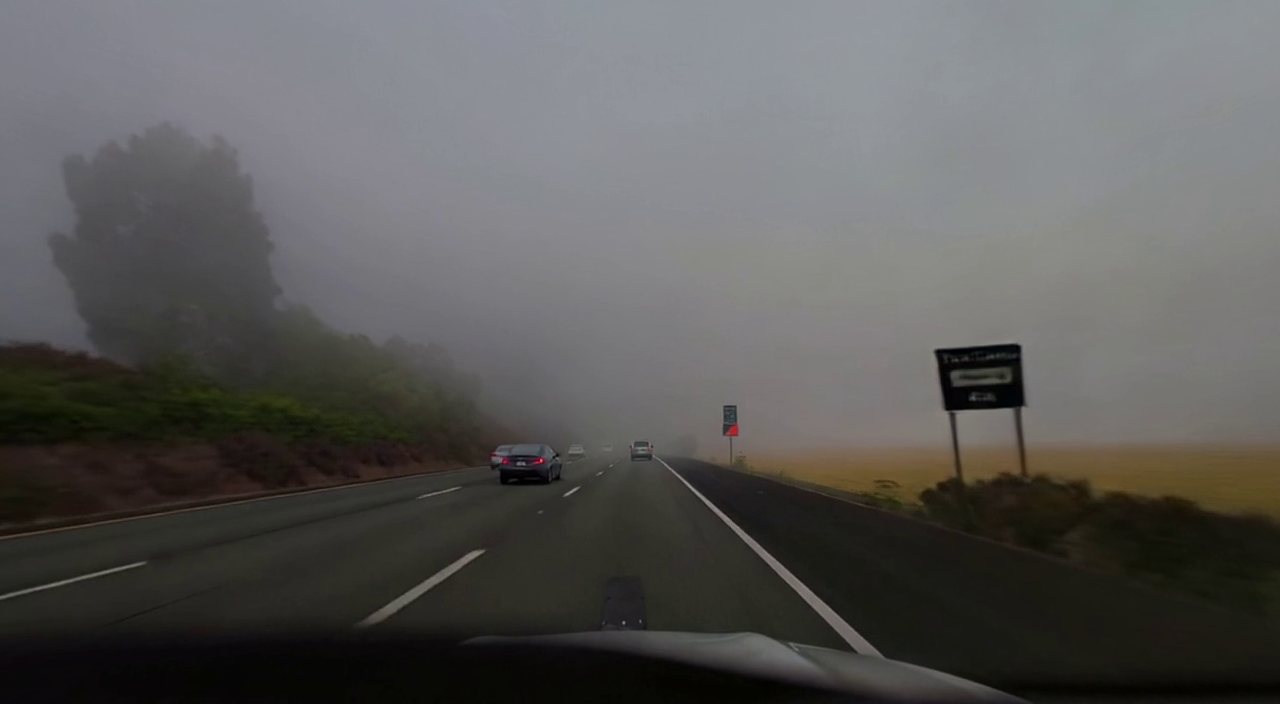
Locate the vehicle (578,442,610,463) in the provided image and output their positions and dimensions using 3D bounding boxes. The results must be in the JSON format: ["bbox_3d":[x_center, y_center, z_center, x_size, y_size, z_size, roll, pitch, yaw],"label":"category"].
[{"bbox_3d":[-3.471,7.611,47.919,2.066,1.497,4.253,0,-8,1],"label":"vehicle"}]

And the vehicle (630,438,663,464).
[{"bbox_3d":[0.423,6.983,44.576,2.259,1.697,4.106,0,-8,0],"label":"vehicle"}]

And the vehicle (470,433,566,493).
[{"bbox_3d":[-3.684,3.443,19.950,2.028,1.634,4.441,0,-8,1],"label":"vehicle"}]
